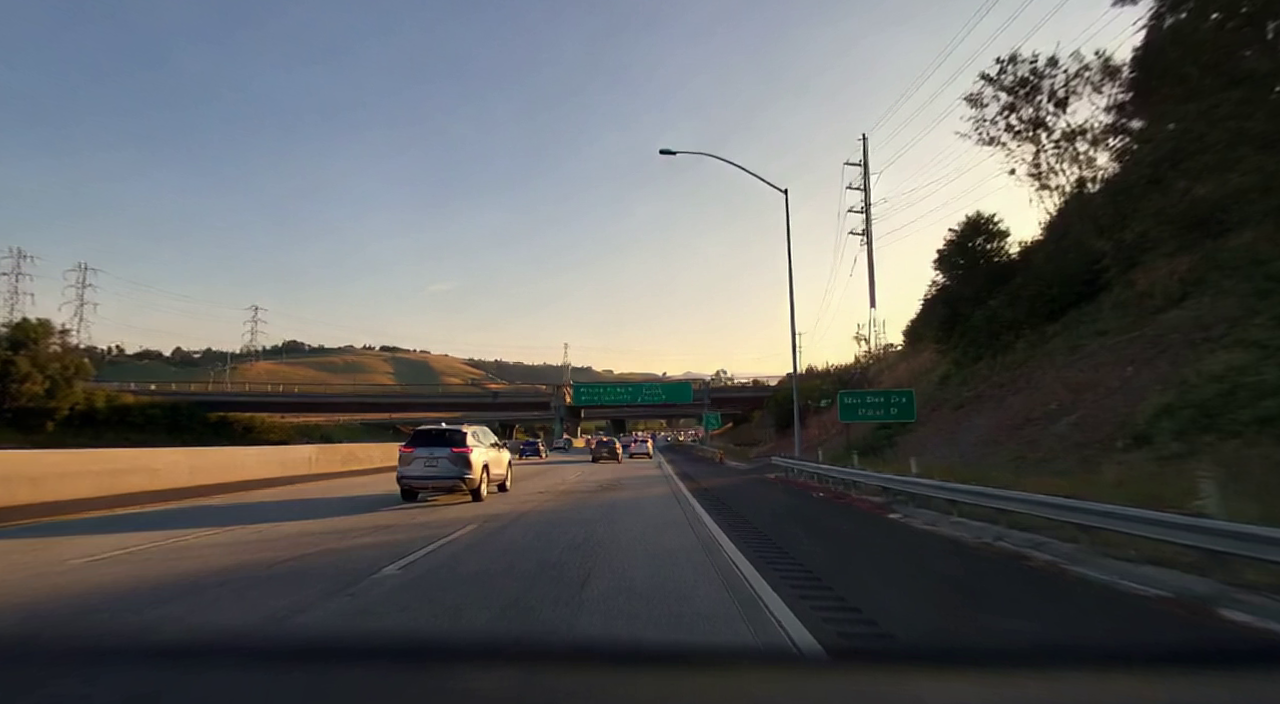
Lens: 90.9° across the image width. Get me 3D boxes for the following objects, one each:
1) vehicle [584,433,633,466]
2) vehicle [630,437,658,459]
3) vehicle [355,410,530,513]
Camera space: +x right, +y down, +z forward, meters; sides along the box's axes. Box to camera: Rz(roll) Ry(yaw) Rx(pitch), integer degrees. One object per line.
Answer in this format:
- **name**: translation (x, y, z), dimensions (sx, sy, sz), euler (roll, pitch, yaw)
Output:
- **vehicle**: translation (-1.645, 5.346, 34.624), dimensions (2.193, 1.651, 3.946), euler (-1, -8, 5)
- **vehicle**: translation (0.280, 6.738, 44.123), dimensions (1.855, 1.450, 3.716), euler (0, -8, 1)
- **vehicle**: translation (-3.989, 2.332, 13.838), dimensions (2.228, 1.845, 4.847), euler (0, -8, 1)
